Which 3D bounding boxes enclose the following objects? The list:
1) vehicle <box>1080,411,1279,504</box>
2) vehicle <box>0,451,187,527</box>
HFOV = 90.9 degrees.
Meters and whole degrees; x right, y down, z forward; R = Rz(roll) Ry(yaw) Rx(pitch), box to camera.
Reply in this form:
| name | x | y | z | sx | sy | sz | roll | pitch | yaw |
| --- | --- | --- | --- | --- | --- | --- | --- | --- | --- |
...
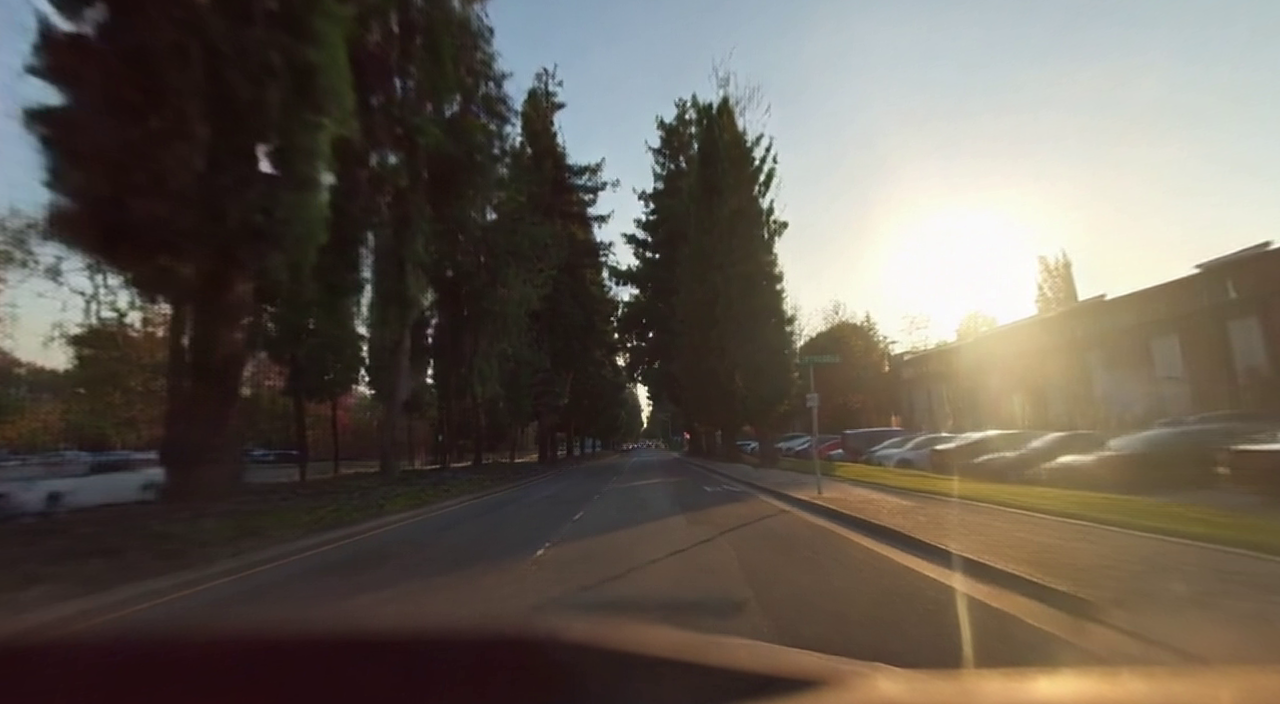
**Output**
| name | x | y | z | sx | sy | sz | roll | pitch | yaw |
| --- | --- | --- | --- | --- | --- | --- | --- | --- | --- |
| vehicle | 11.129 | 1.909 | 11.424 | 4.708 | 1.511 | 2.022 | 0 | -9 | 1 |
| vehicle | -14.083 | 3.323 | 15.707 | 2.044 | 1.514 | 4.704 | -4 | -9 | 2 |
